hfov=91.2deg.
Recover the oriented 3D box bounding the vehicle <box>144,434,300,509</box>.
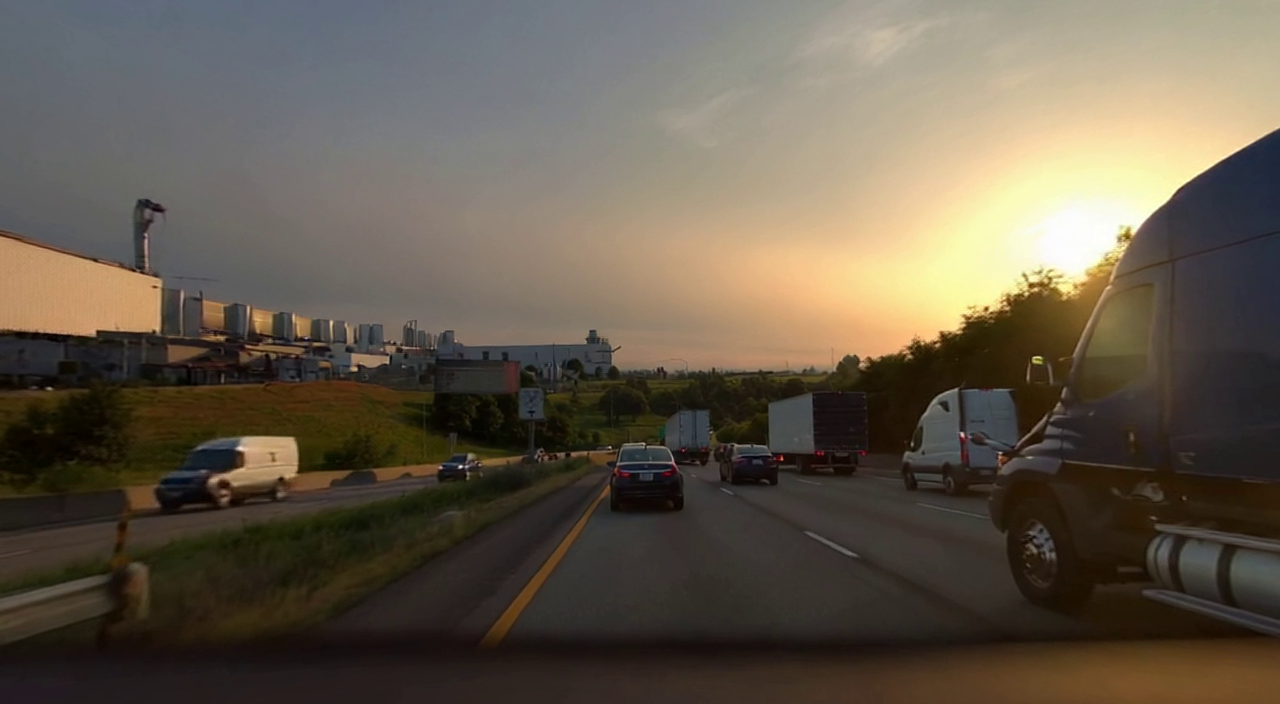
[{"bbox_3d":[-16.634,4.755,25.498,2.234,2.649,5.960,0,-9,-1],"label":"vehicle"}]

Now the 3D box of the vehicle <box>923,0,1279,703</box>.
[{"bbox_3d":[4.204,-0.049,2.774,2.987,3.877,5.881,0,-9,0],"label":"vehicle"}]

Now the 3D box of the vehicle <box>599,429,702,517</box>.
[{"bbox_3d":[0.199,2.587,13.794,1.965,1.664,3.428,0,-9,0],"label":"vehicle"}]

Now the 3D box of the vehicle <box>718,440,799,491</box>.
[{"bbox_3d":[3.832,3.720,20.856,1.859,1.512,3.711,0,-9,-2],"label":"vehicle"}]

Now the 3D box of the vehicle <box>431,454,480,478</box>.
[{"bbox_3d":[-12.368,7.658,42.293,1.921,1.504,4.633,0,-9,0],"label":"vehicle"}]
